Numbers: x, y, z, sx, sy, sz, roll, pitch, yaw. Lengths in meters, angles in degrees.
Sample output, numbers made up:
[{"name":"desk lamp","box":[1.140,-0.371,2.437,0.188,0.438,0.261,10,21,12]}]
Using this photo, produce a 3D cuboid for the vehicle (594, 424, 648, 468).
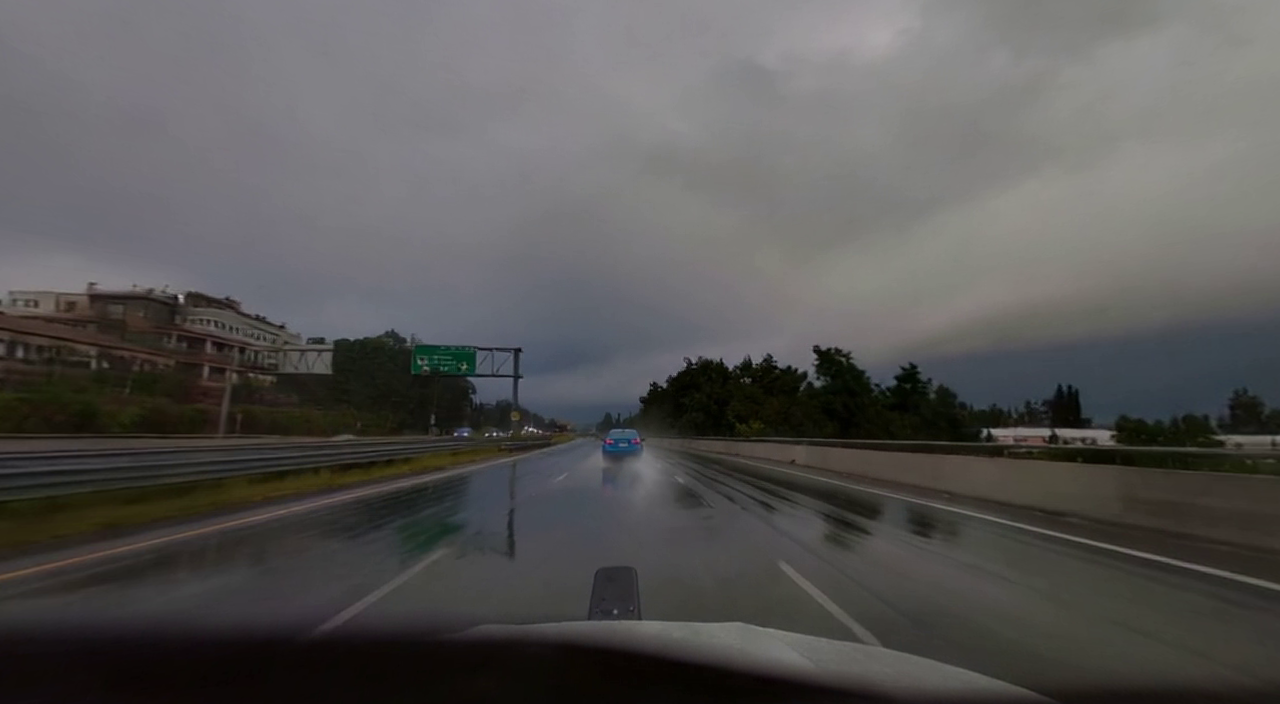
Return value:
[{"name":"vehicle","box":[-0.771,3.795,25.703,2.020,1.633,3.942,0,-8,-2]}]
